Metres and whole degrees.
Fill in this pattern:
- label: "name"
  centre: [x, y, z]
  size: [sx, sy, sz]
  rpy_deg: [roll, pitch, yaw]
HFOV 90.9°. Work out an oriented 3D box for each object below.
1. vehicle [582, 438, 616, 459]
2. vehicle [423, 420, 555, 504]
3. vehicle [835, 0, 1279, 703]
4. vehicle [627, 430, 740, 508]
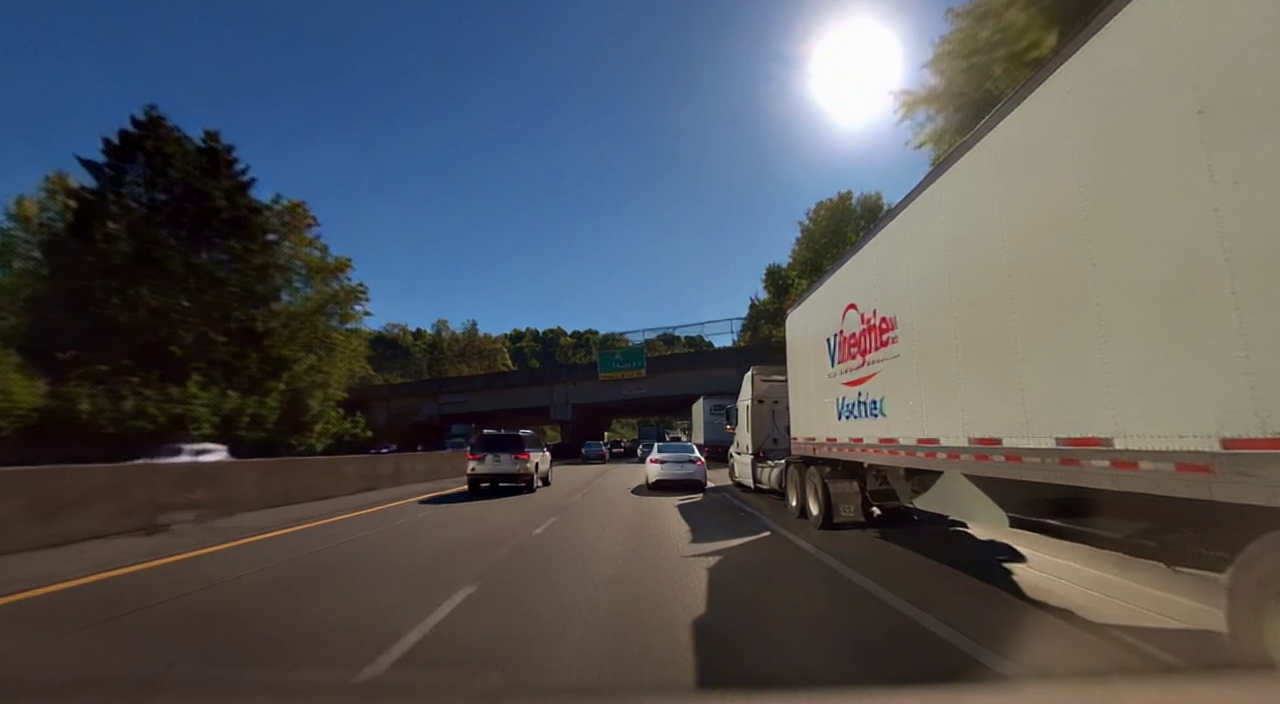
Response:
- label: "vehicle"
  centre: [-3.151, 7.509, 49.309]
  size: [2.181, 1.538, 4.169]
  rpy_deg: [0, -8, 2]
- label: "vehicle"
  centre: [-3.448, 2.605, 15.437]
  size: [2.006, 1.729, 4.447]
  rpy_deg: [0, -8, 2]
- label: "vehicle"
  centre: [4.545, -0.573, 1.820]
  size: [2.967, 4.347, 15.373]
  rpy_deg: [0, -8, 0]
- label: "vehicle"
  centre: [0.848, 2.568, 14.419]
  size: [2.200, 1.495, 4.282]
  rpy_deg: [0, -8, 0]
